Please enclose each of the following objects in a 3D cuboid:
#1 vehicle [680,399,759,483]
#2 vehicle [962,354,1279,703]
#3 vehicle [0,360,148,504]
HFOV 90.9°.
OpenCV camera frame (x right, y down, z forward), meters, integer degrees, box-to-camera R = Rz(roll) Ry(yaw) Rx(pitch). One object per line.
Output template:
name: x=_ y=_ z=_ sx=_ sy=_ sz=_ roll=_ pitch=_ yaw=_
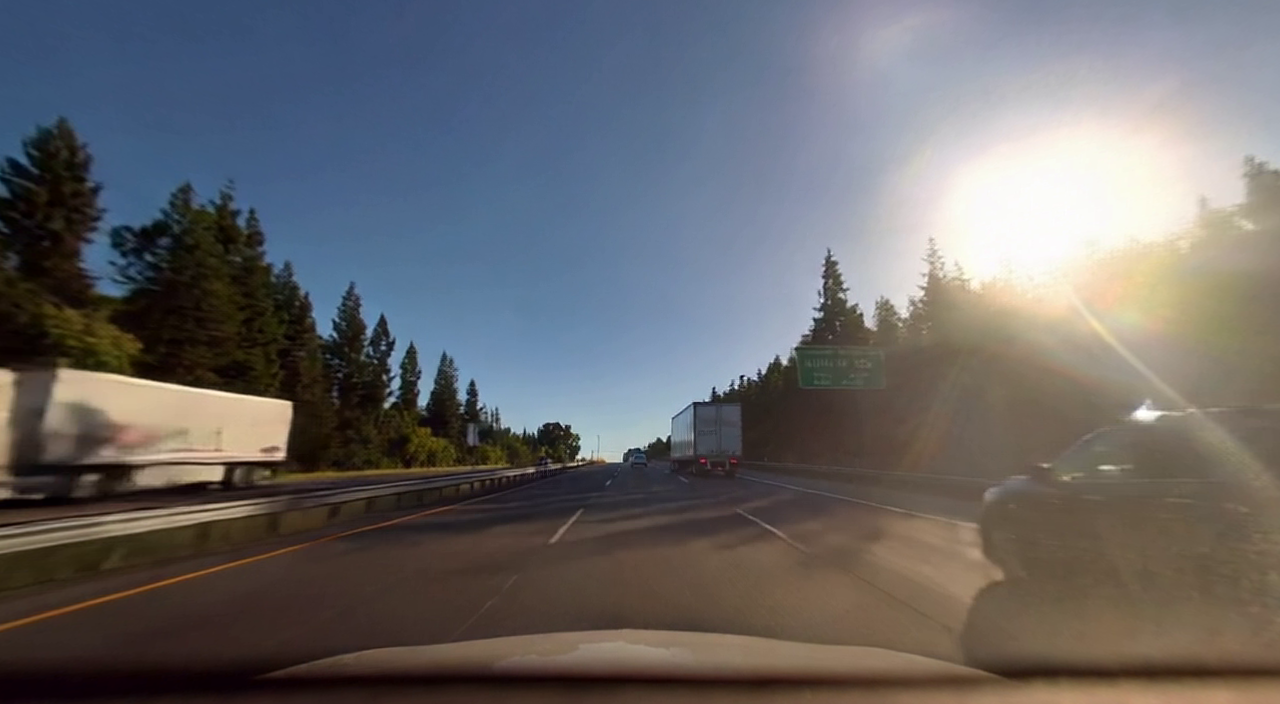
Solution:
vehicle: x=4.154 y=5.081 z=35.487 sx=3.117 sy=3.971 sz=10.593 roll=1 pitch=-9 yaw=1
vehicle: x=3.746 y=0.913 z=3.075 sx=2.096 sy=1.653 sz=4.185 roll=0 pitch=-9 yaw=0
vehicle: x=-19.041 y=2.504 z=19.257 sx=2.947 sy=3.912 sz=5.781 roll=0 pitch=-9 yaw=1
